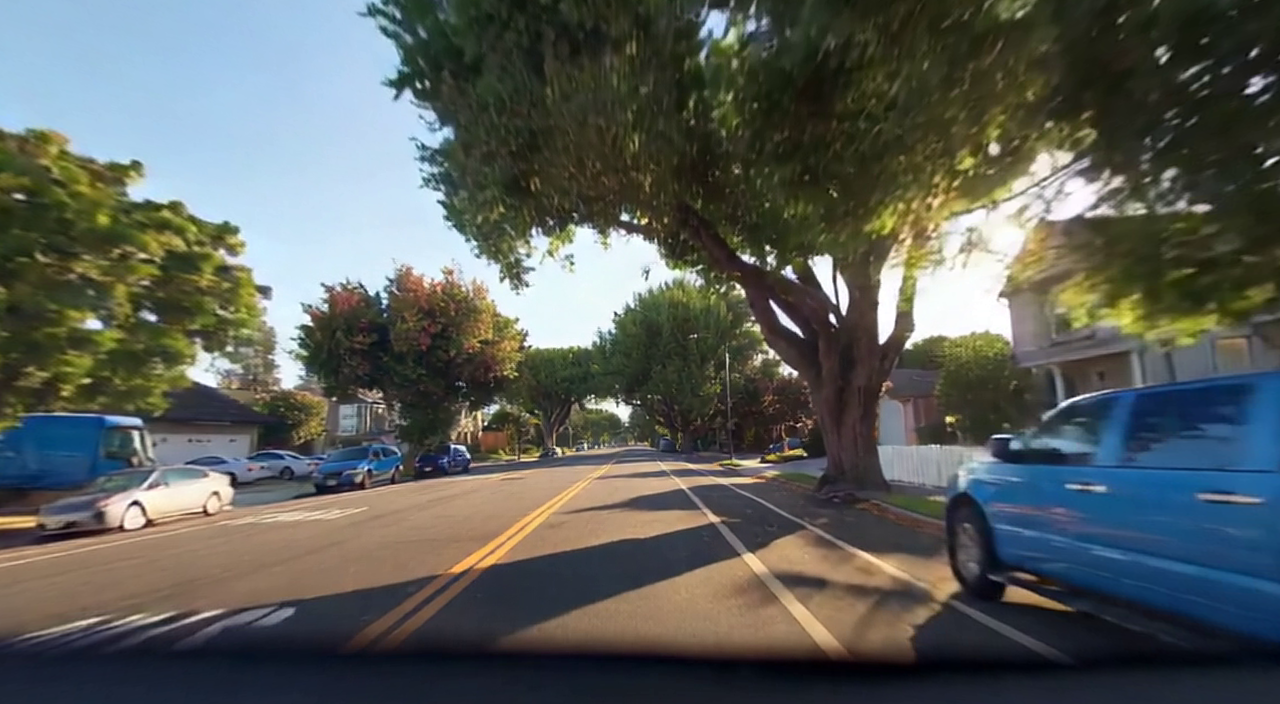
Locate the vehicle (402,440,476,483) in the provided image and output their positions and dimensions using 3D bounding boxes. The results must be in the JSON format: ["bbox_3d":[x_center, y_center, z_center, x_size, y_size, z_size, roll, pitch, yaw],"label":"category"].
[{"bbox_3d":[-11.086,6.022,35.375,2.241,1.944,5.709,-5,-7,0],"label":"vehicle"}]

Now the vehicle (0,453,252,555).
[{"bbox_3d":[-11.253,3.233,14.205,2.186,1.532,4.751,-5,-7,-2],"label":"vehicle"}]

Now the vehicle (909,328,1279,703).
[{"bbox_3d":[3.930,0.980,3.479,2.407,1.926,5.615,0,-8,0],"label":"vehicle"}]

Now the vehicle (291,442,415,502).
[{"bbox_3d":[-11.096,4.610,25.044,2.341,1.835,5.570,-3,-7,0],"label":"vehicle"}]

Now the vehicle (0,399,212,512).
[{"bbox_3d":[-17.997,3.374,20.986,2.725,3.122,6.348,-2,-8,5],"label":"vehicle"}]
